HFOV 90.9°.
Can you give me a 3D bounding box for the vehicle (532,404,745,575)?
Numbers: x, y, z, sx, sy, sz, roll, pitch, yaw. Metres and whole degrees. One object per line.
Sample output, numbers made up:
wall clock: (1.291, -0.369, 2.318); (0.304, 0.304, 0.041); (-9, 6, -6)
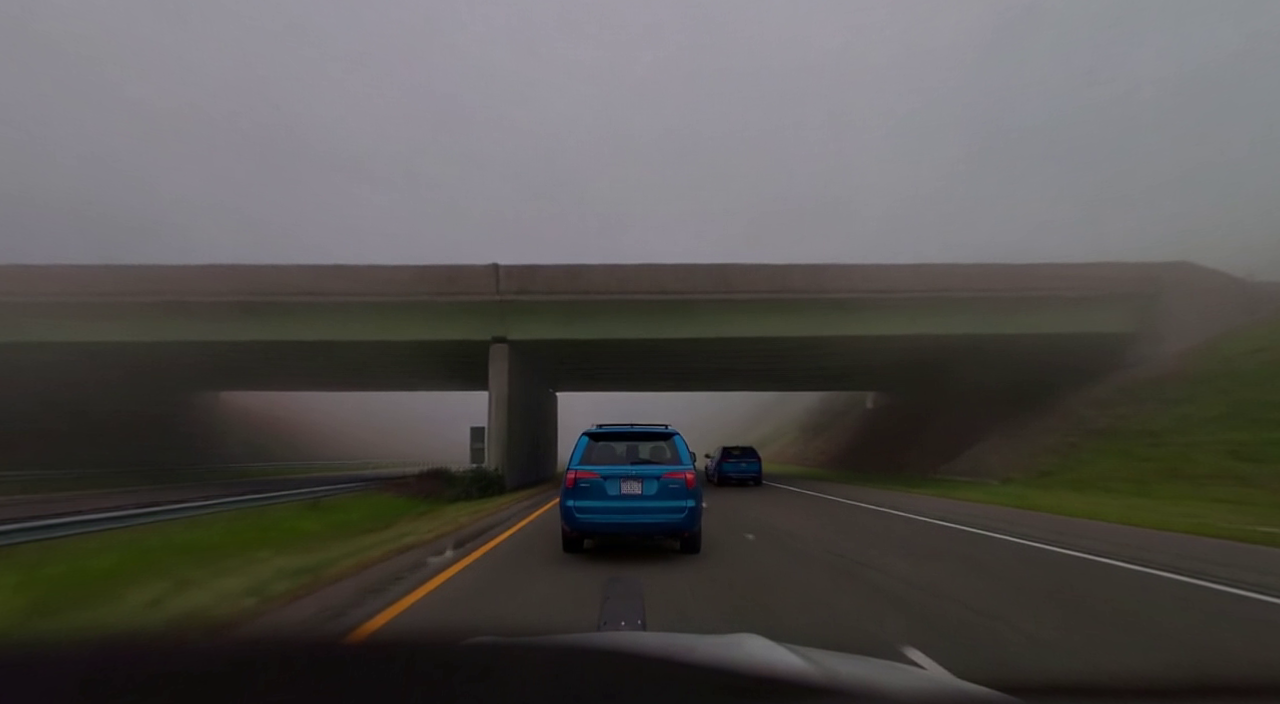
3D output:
vehicle: (-0.010, 1.806, 8.923); (2.288, 1.823, 4.059); (0, -9, 0)
